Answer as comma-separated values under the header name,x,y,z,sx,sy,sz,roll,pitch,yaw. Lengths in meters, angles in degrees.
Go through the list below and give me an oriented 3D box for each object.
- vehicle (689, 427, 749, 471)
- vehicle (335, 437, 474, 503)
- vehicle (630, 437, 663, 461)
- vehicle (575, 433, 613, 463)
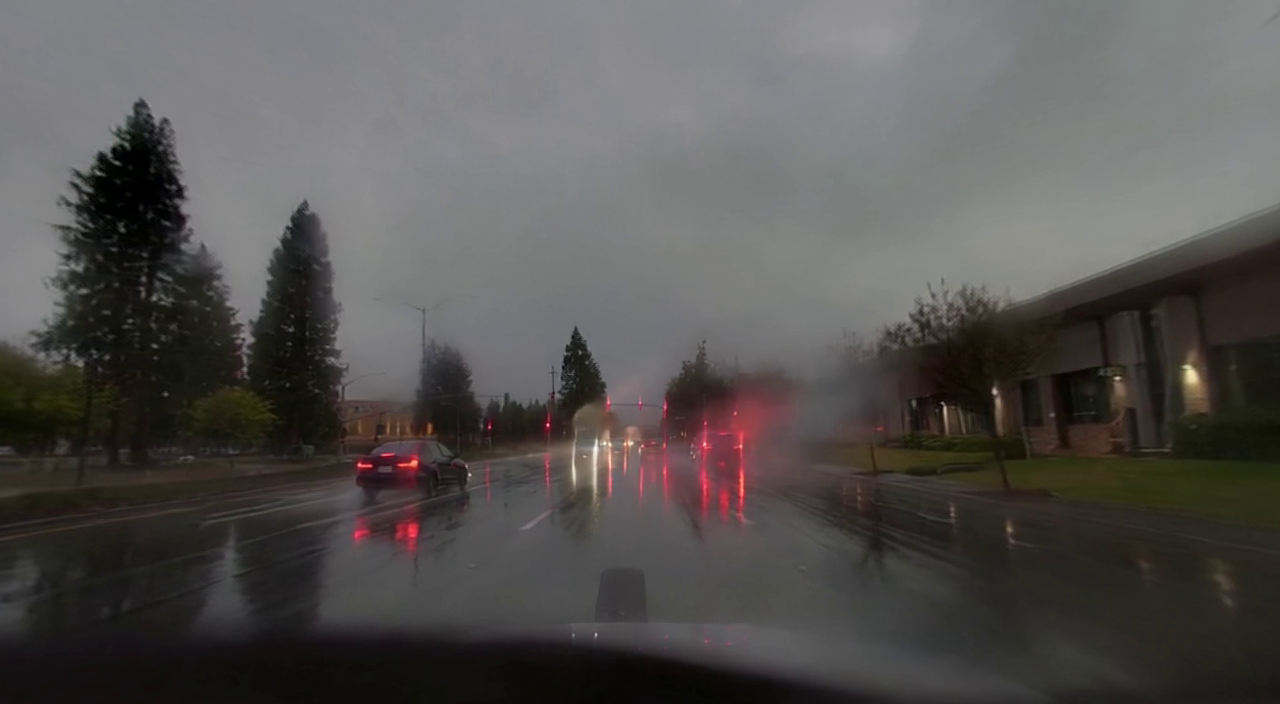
name,x,y,z,sx,sy,sz,roll,pitch,yaw
vehicle,3.540,4.480,29.129,2.141,1.833,4.704,0,-8,0
vehicle,-5.927,3.012,16.504,1.926,1.465,4.620,0,-8,-1
vehicle,0.406,6.100,39.559,2.021,1.461,3.862,0,-8,0
vehicle,-2.783,5.899,38.747,1.912,1.703,4.261,0,-8,2
